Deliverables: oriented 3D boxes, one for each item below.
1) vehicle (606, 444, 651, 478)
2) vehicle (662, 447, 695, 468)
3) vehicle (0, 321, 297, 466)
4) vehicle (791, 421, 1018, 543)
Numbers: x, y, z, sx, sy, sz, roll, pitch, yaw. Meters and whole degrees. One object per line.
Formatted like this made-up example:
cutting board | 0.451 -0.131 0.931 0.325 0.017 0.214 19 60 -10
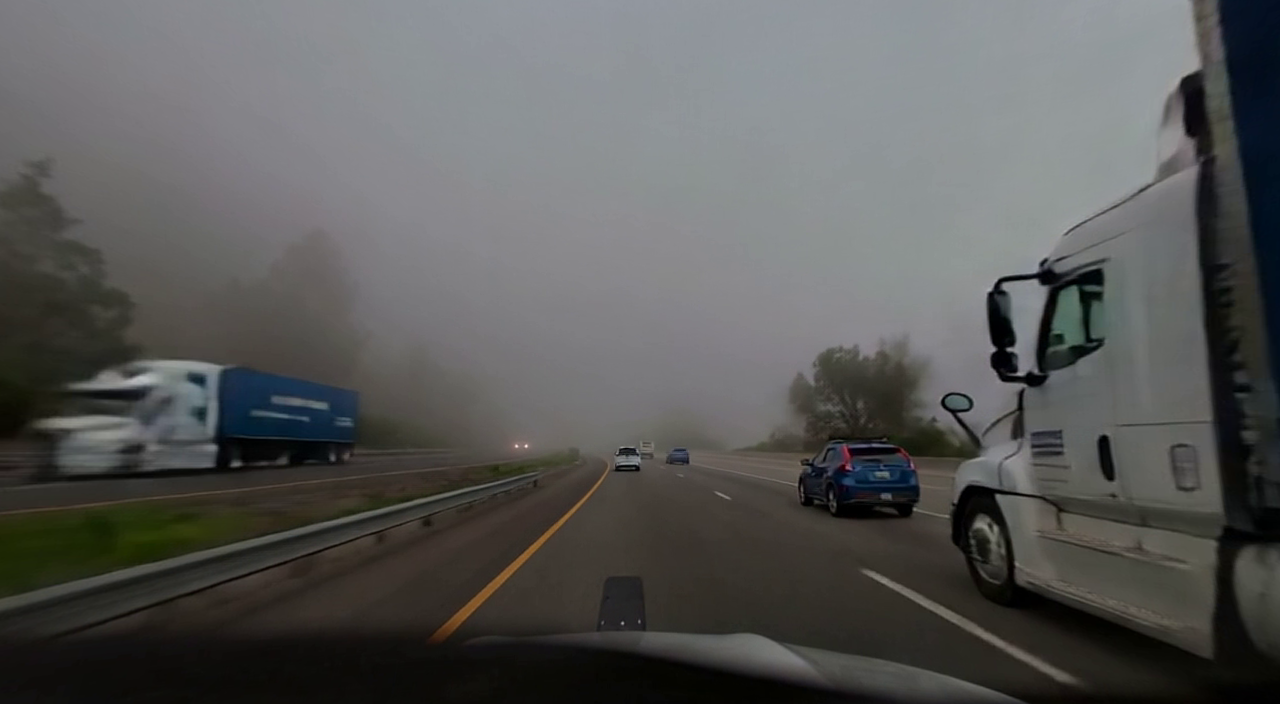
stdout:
vehicle | -0.577 5.319 30.801 2.050 1.534 3.771 0 -9 -2
vehicle | 2.869 8.002 47.990 2.008 1.504 4.291 1 -9 -4
vehicle | -16.400 1.936 22.415 2.892 4.015 10.141 0 -9 -2
vehicle | 4.036 2.059 10.479 2.013 1.623 3.916 0 -9 -1
